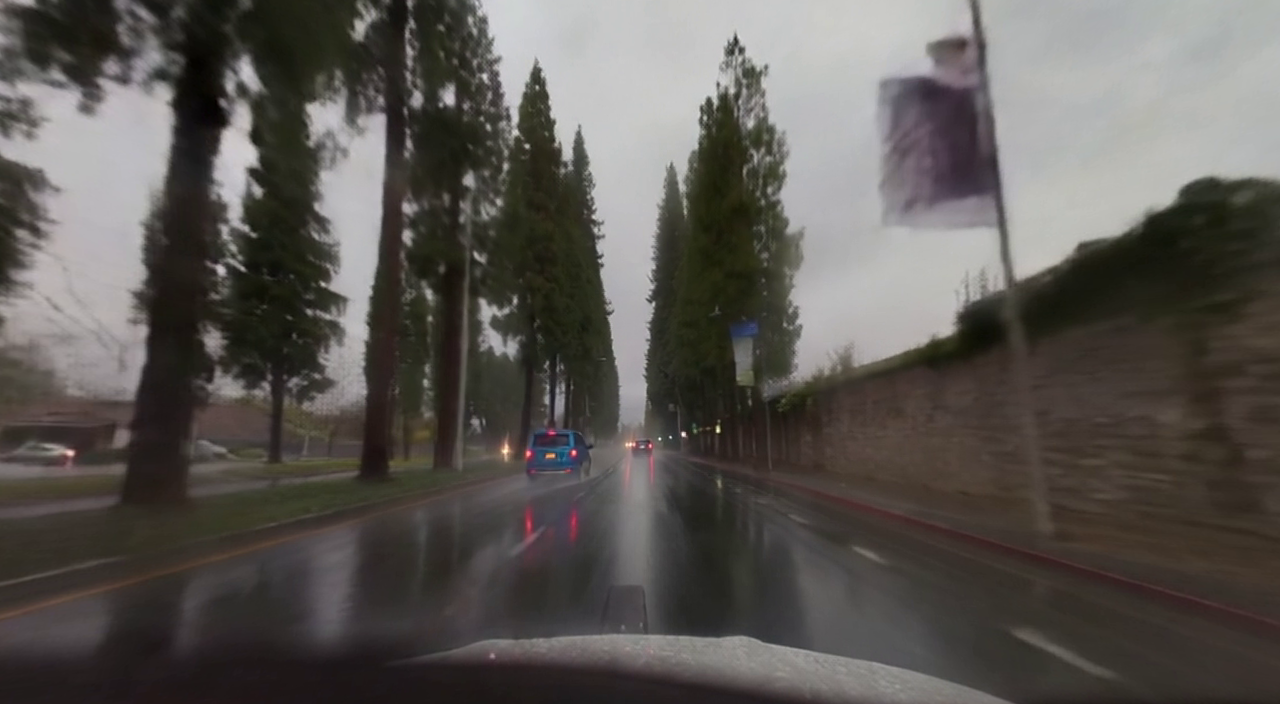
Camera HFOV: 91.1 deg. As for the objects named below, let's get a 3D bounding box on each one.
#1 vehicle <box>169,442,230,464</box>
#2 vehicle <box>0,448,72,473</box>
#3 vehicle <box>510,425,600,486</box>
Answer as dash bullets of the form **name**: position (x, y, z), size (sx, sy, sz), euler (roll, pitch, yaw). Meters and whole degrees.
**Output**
- **vehicle**: position (-34.667, 7.933, 49.533), size (1.926, 1.637, 3.948), euler (1, -9, 0)
- **vehicle**: position (-42.106, 7.368, 42.887), size (4.587, 1.638, 1.870), euler (1, -9, -4)
- **vehicle**: position (-2.726, 3.486, 21.437), size (2.281, 1.837, 4.845), euler (0, -8, 2)
